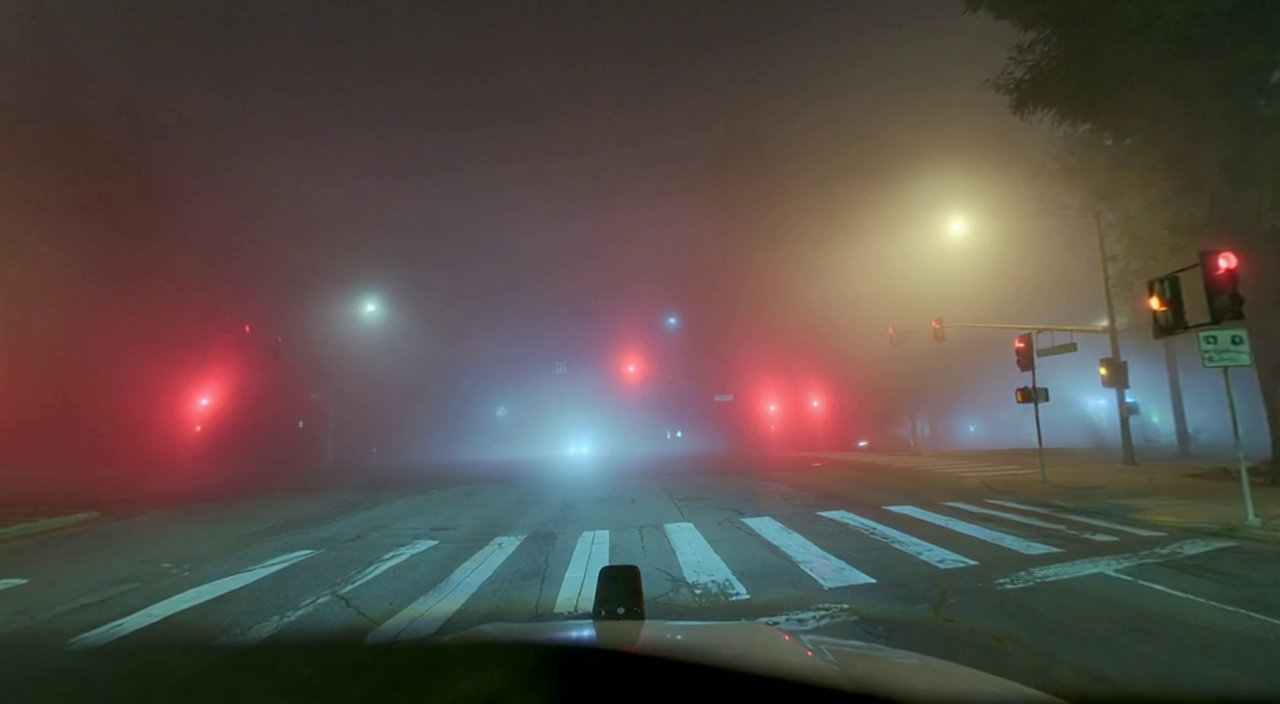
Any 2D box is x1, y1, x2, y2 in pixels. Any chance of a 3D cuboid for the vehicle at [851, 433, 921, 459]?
[{"bbox_3d":[17.625,6.734,45.230,4.600,1.783,1.970,4,-10,-26],"label":"vehicle"}]
